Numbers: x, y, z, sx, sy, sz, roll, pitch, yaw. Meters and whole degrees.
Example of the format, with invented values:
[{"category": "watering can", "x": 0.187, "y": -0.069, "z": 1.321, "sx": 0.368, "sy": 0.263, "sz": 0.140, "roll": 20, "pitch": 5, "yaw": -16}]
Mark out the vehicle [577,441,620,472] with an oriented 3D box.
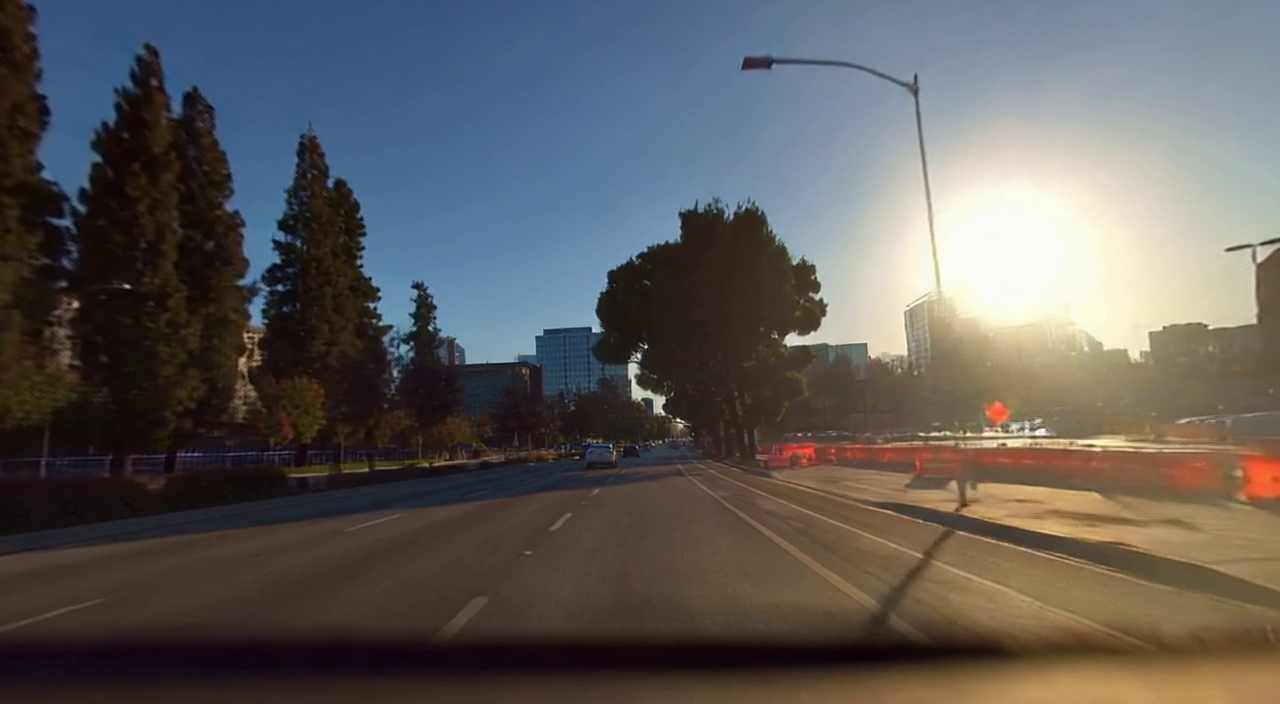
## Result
[{"category": "vehicle", "x": -2.311, "y": 5.994, "z": 36.407, "sx": 2.121, "sy": 1.654, "sz": 3.993, "roll": 0, "pitch": -8, "yaw": 2}]
